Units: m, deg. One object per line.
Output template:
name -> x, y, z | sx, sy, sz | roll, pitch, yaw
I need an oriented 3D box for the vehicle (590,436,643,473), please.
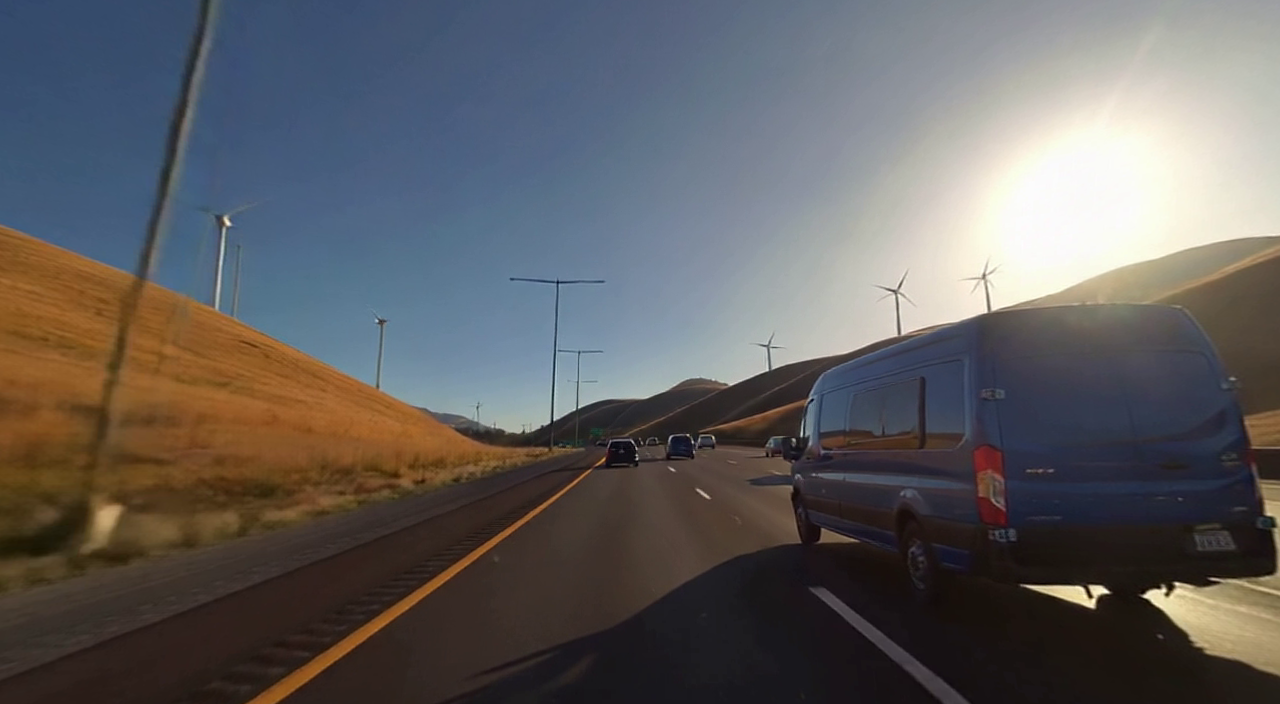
vehicle -> -0.933, 4.278, 26.574 | 2.082, 1.445, 3.826 | 0, -8, -1

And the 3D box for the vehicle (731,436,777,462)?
vehicle -> 6.890, 5.901, 38.681 | 1.858, 1.475, 4.421 | 0, -8, -2

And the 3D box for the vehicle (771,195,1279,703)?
vehicle -> 3.093, 0.860, 6.104 | 2.365, 2.630, 5.754 | 0, -8, 0

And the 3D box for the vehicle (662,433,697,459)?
vehicle -> 2.697, 6.556, 44.289 | 2.108, 1.717, 3.996 | 0, -8, -1

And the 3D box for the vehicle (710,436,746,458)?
vehicle -> 6.398, 6.944, 46.295 | 1.850, 1.475, 4.460 | 0, -8, -1
